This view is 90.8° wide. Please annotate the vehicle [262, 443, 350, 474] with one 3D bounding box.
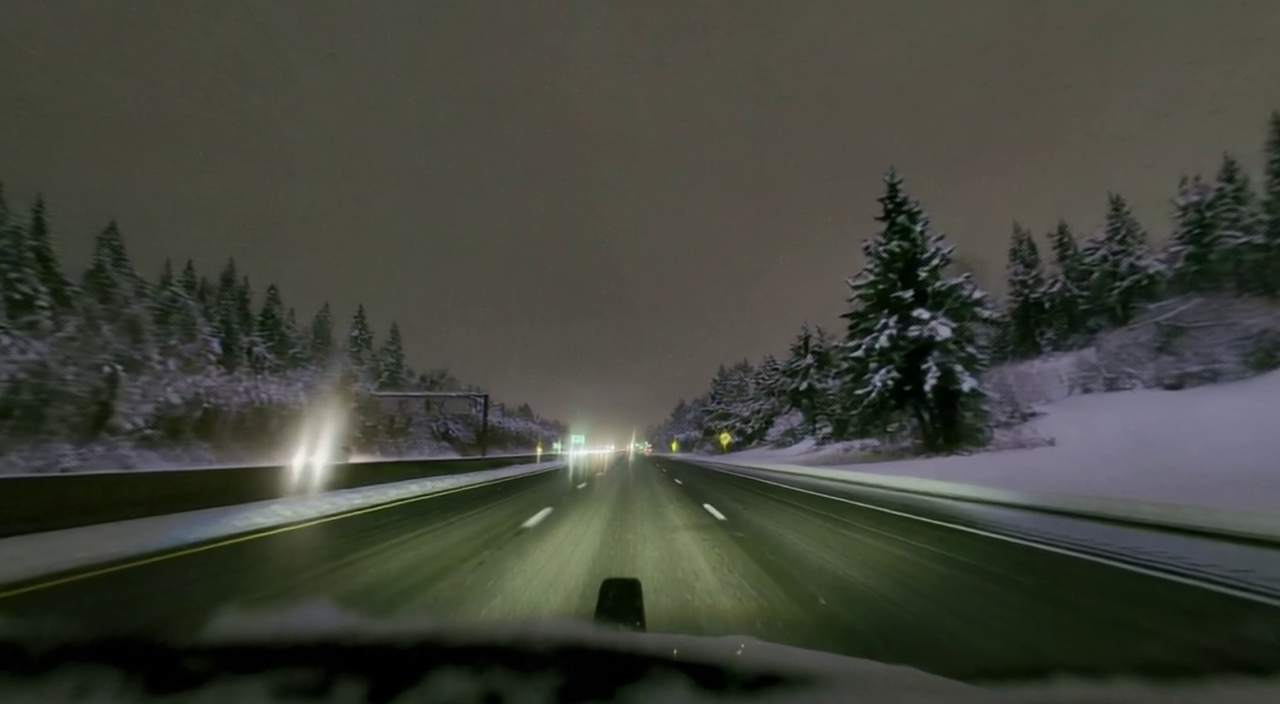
[{"bbox_3d":[-17.783,5.681,33.897,2.041,1.527,4.864,0,-9,0],"label":"vehicle"}]
